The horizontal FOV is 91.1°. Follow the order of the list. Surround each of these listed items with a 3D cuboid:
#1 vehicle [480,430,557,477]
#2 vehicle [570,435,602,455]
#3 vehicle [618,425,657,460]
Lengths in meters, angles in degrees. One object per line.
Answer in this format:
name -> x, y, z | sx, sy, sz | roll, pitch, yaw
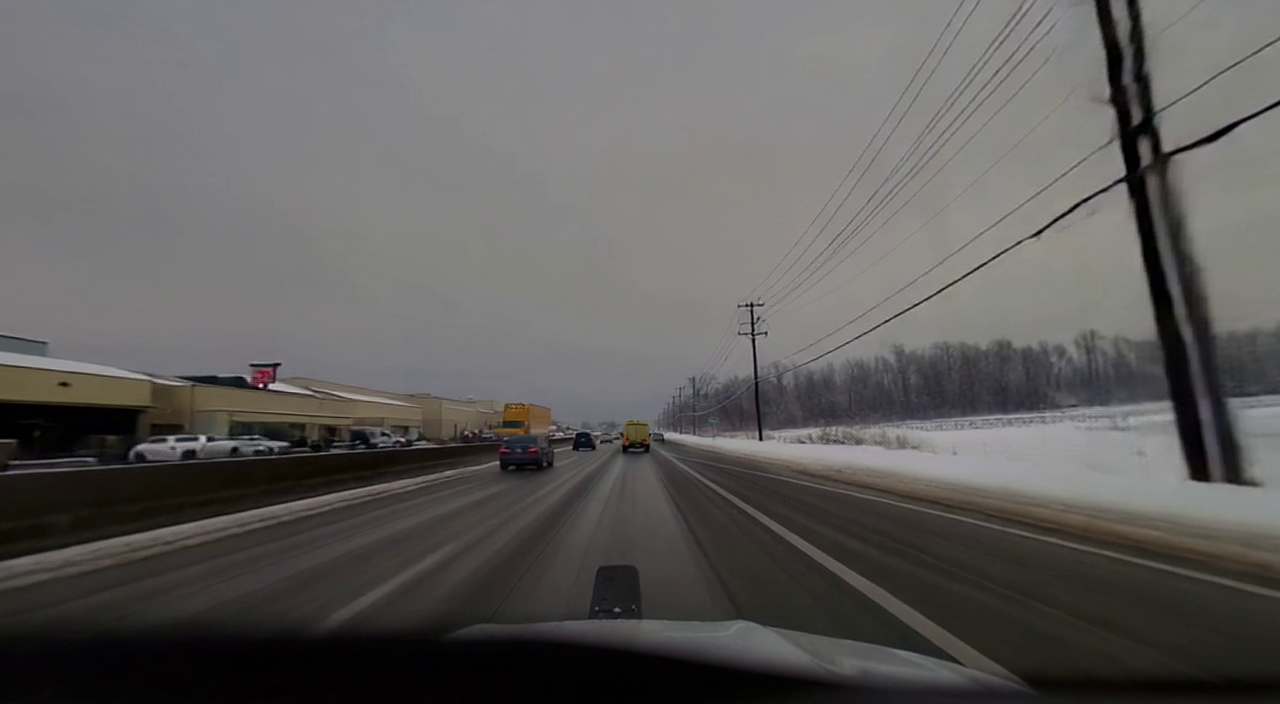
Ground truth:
vehicle -> -4.419, 3.742, 23.504 | 2.058, 1.557, 4.125 | 0, -8, 0
vehicle -> -4.135, 7.221, 48.873 | 2.087, 1.464, 4.853 | 0, -8, -1
vehicle -> -0.177, 5.477, 38.139 | 2.213, 1.997, 4.456 | 0, -8, -1
